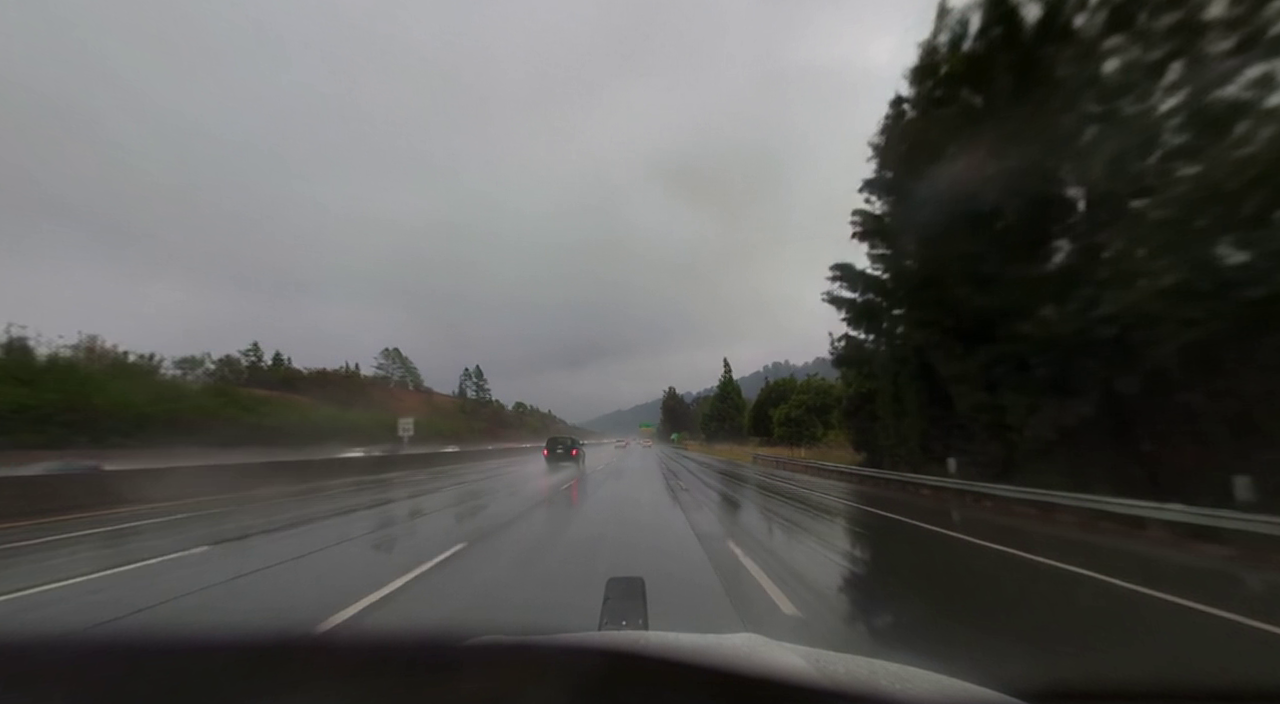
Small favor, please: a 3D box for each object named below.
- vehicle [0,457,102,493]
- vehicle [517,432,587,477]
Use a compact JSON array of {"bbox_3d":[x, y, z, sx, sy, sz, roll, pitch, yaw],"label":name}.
[{"bbox_3d":[-29.258,5.897,30.576,1.865,1.479,5.028,0,-8,1],"label":"vehicle"},{"bbox_3d":[-3.715,4.461,27.633,2.283,1.802,4.810,0,-8,1],"label":"vehicle"}]
